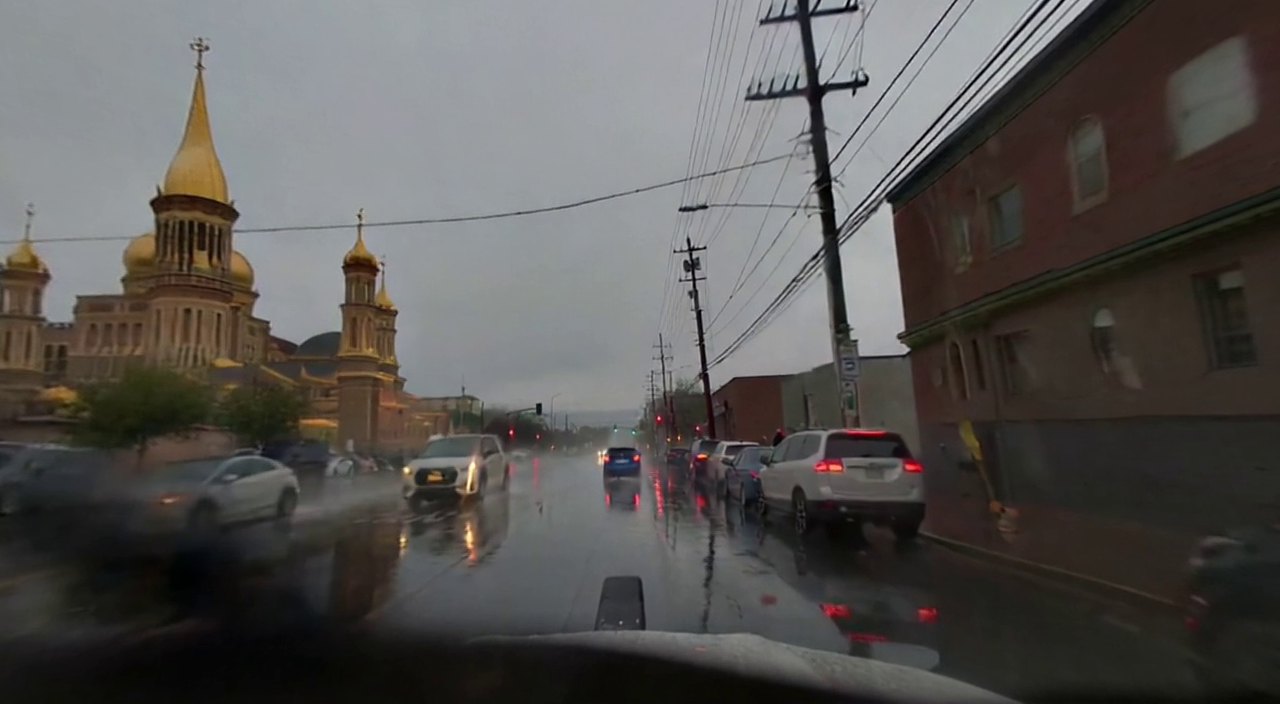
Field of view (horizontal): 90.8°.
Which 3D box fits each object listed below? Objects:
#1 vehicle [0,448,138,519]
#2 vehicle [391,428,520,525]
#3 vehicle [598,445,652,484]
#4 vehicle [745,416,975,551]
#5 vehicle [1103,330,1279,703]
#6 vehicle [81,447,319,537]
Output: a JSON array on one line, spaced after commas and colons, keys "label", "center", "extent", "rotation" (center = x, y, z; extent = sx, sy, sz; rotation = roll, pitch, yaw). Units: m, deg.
[{"label": "vehicle", "center": [-18.521, 3.835, 18.654], "extent": [5.376, 1.885, 2.218], "rotation": [0, -8, -1]}, {"label": "vehicle", "center": [-3.911, 2.604, 13.901], "extent": [2.240, 1.731, 4.470], "rotation": [1, -9, -13]}, {"label": "vehicle", "center": [-0.591, 4.653, 26.562], "extent": [2.049, 1.453, 4.299], "rotation": [-1, -8, 0]}, {"label": "vehicle", "center": [3.462, 2.216, 11.359], "extent": [2.106, 1.750, 5.328], "rotation": [2, -9, -1]}, {"label": "vehicle", "center": [3.649, 0.612, 1.085], "extent": [2.133, 1.791, 4.642], "rotation": [1, -9, -1]}, {"label": "vehicle", "center": [-8.878, 2.793, 13.335], "extent": [1.996, 1.547, 4.238], "rotation": [0, -8, -1]}]
